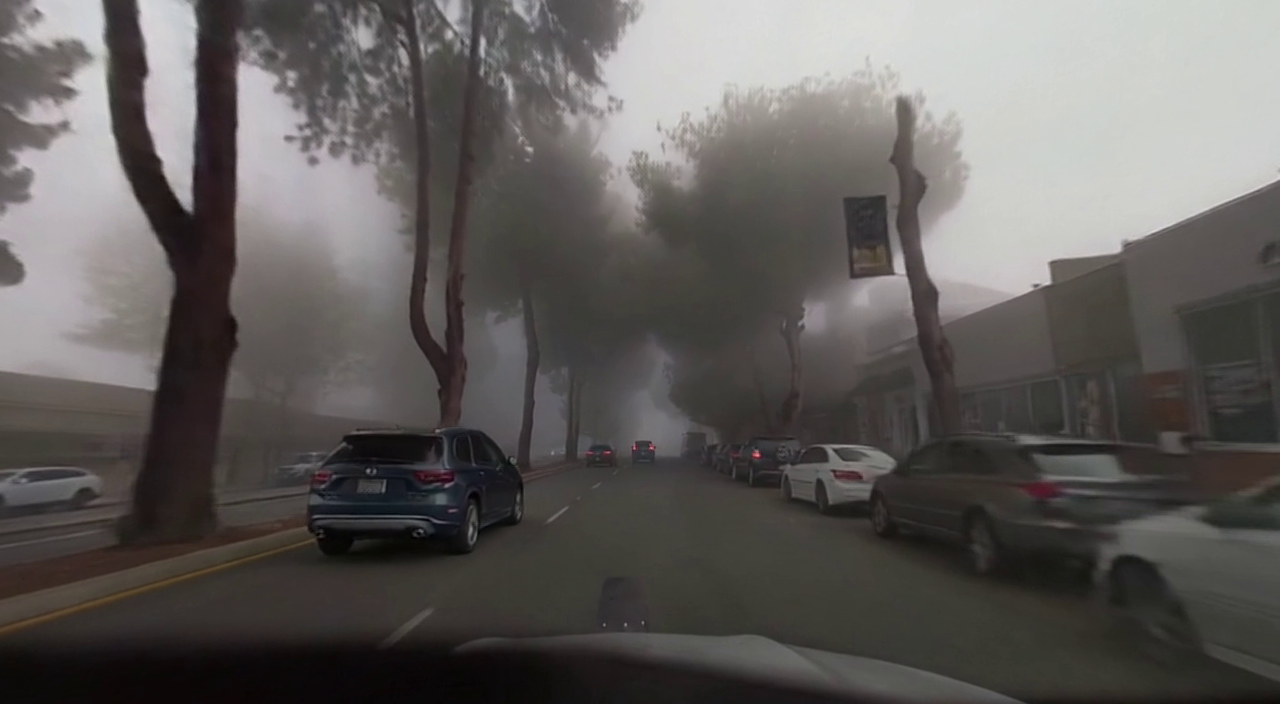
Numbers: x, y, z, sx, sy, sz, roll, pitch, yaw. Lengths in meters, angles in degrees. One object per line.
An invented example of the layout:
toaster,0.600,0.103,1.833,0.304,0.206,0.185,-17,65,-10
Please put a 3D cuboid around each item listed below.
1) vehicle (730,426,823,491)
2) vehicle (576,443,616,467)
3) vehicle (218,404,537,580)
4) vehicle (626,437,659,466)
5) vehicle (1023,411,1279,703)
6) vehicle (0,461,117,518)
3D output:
vehicle,4.445,3.562,21.409,2.079,1.910,4.855,0,-8,0
vehicle,-2.797,6.673,41.130,2.151,1.484,4.468,0,-8,2
vehicle,-2.963,1.717,8.598,2.186,1.708,4.746,0,-8,2
vehicle,0.158,6.466,40.959,2.075,1.770,4.018,0,-8,0
vehicle,4.040,1.025,2.842,1.887,1.517,4.257,0,-8,-1
vehicle,-18.990,4.168,19.295,1.888,1.500,4.622,0,-8,2
